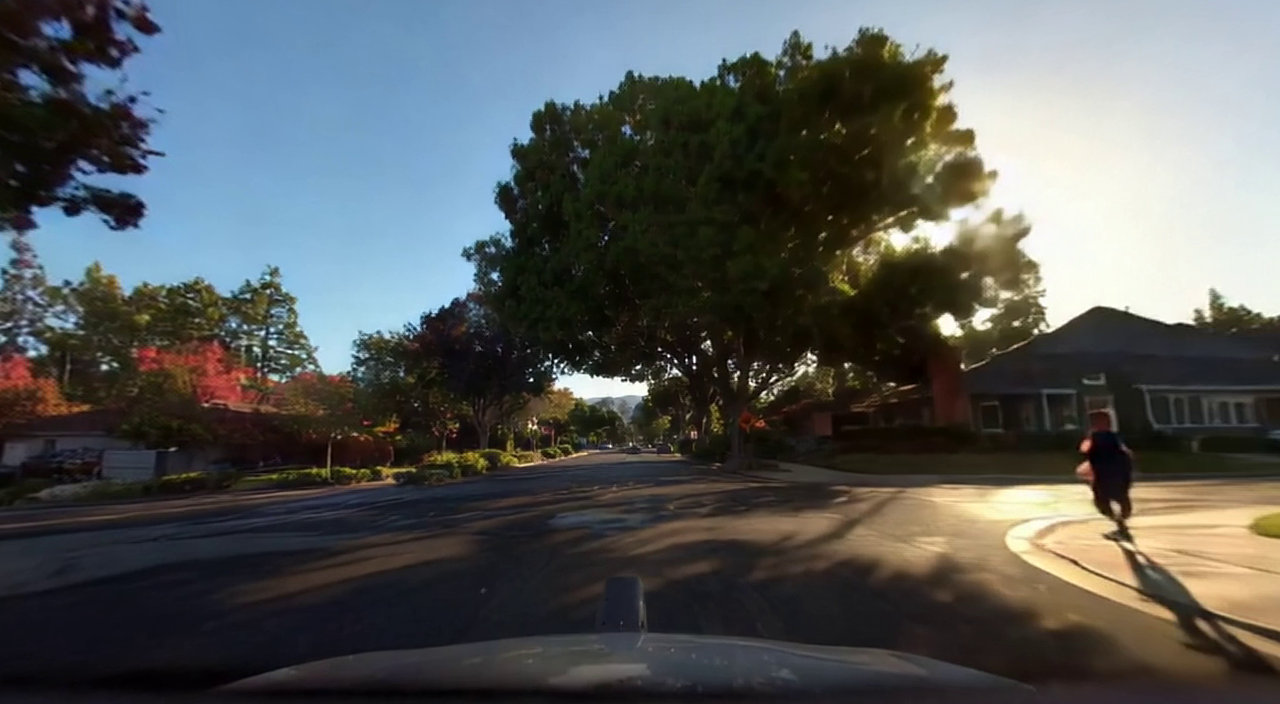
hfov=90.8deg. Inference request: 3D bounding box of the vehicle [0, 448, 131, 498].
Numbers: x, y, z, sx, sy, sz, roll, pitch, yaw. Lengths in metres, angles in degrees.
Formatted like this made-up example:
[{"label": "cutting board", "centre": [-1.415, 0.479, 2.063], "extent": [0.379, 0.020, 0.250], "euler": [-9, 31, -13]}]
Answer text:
[{"label": "vehicle", "centre": [-24.864, 5.137, 26.964], "extent": [2.004, 1.856, 4.934], "euler": [-4, -9, 2]}]
